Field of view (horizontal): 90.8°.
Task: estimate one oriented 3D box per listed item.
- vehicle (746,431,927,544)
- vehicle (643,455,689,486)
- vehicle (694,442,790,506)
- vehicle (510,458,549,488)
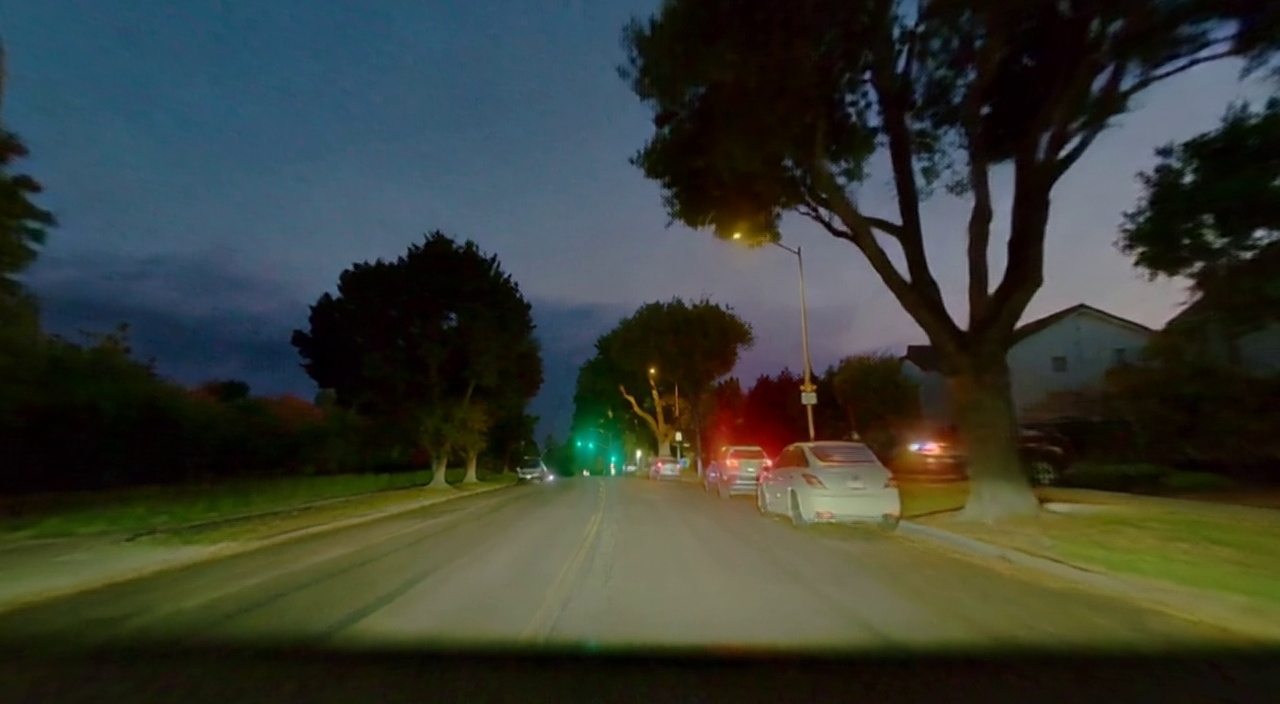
[{"bbox_3d":[3.441,2.454,12.158,1.970,1.709,4.568,-1,-8,0],"label":"vehicle"},{"bbox_3d":[1.584,7.481,40.105,2.163,1.742,4.239,1,-9,-8],"label":"vehicle"},{"bbox_3d":[3.103,3.822,20.345,1.990,1.753,4.783,0,-9,-4],"label":"vehicle"},{"bbox_3d":[-7.089,7.809,41.008,2.051,1.575,4.581,-2,-7,-5],"label":"vehicle"}]
